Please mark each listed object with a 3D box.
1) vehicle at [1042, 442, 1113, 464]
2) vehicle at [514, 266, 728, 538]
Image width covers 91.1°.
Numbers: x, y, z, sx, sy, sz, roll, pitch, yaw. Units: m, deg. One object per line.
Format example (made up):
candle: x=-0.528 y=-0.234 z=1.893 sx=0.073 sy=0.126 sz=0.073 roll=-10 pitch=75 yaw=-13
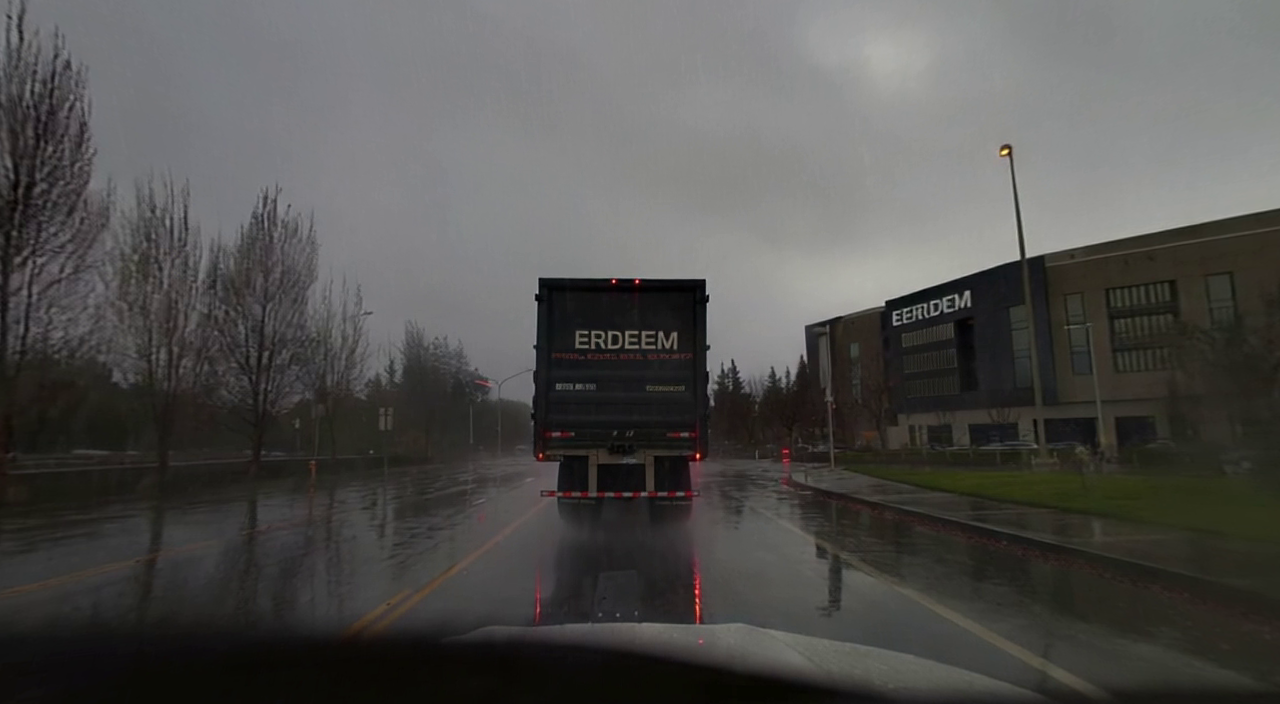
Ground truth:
vehicle: x=31.381 y=7.214 z=45.157 sx=1.652 sy=1.423 sz=3.797 roll=5 pitch=-9 yaw=-35
vehicle: x=-0.190 y=1.266 z=13.329 sx=2.876 sy=3.724 sz=9.351 roll=0 pitch=-8 yaw=1
